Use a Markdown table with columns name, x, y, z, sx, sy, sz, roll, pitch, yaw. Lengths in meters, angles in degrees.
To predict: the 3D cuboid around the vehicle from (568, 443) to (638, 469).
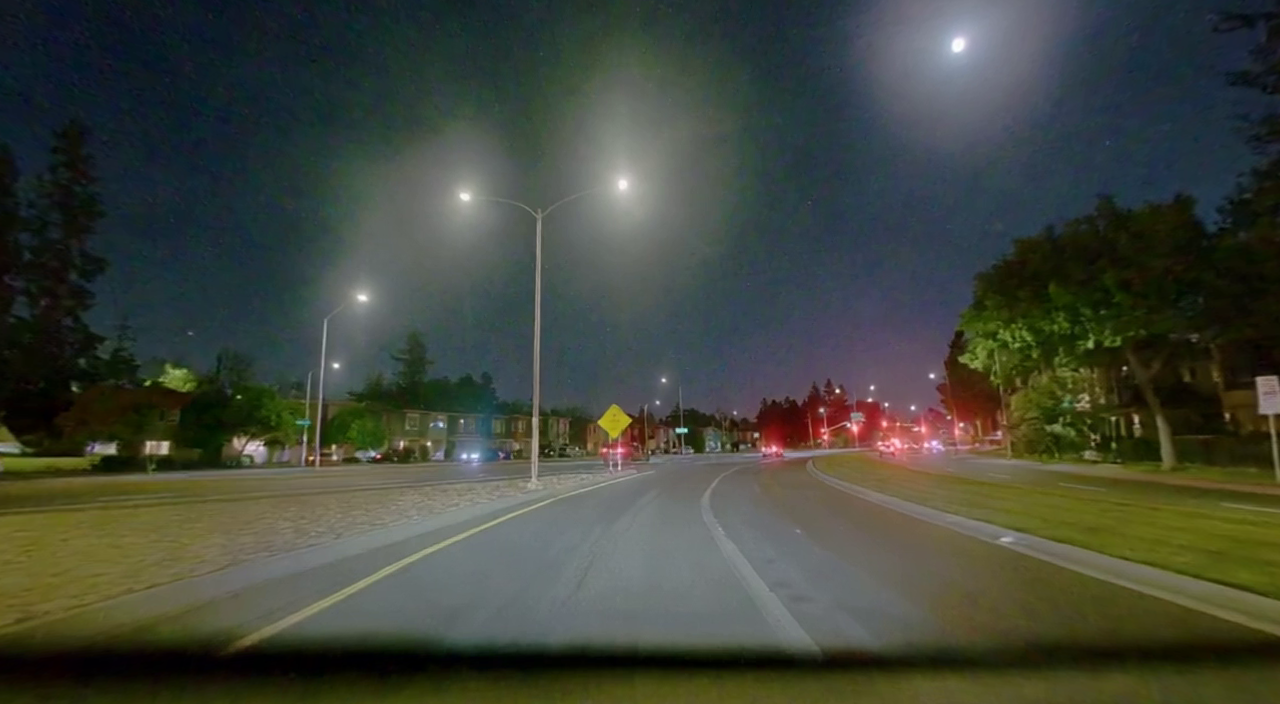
| name | x | y | z | sx | sy | sz | roll | pitch | yaw |
| --- | --- | --- | --- | --- | --- | --- | --- | --- | --- |
| vehicle | -2.218 | 6.467 | 39.473 | 2.081 | 1.489 | 4.863 | -5 | -10 | 29 |
